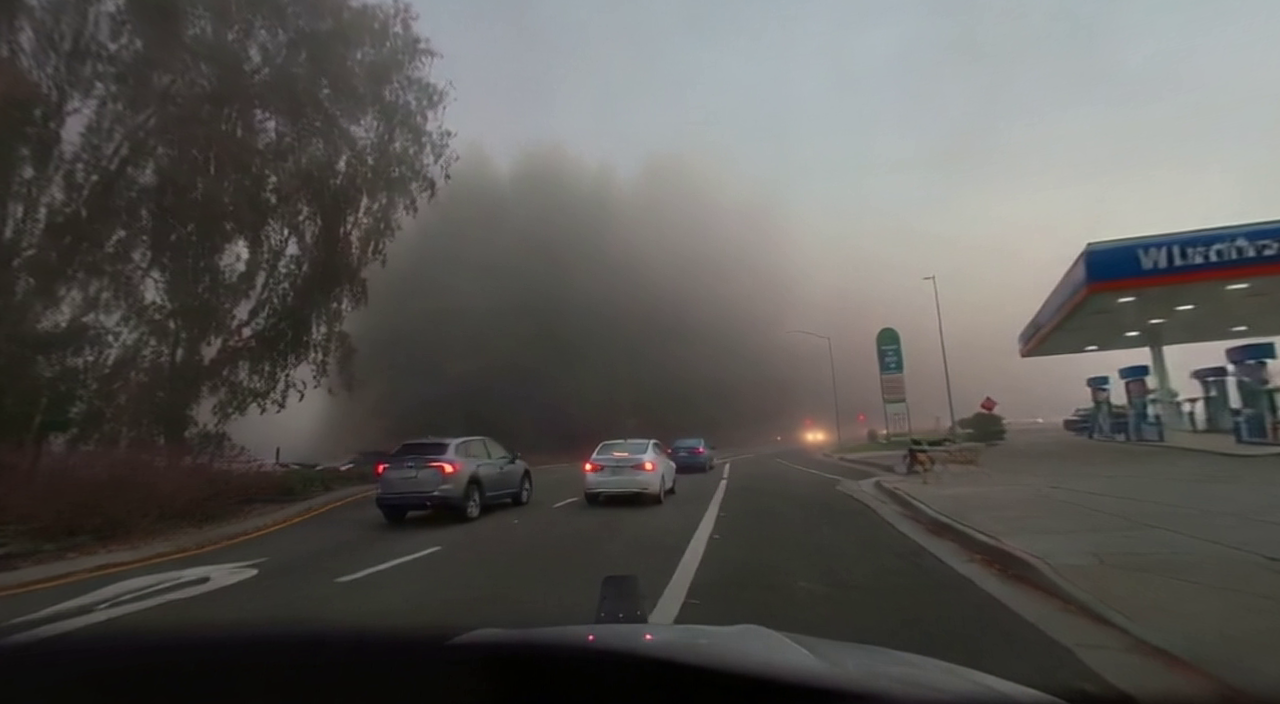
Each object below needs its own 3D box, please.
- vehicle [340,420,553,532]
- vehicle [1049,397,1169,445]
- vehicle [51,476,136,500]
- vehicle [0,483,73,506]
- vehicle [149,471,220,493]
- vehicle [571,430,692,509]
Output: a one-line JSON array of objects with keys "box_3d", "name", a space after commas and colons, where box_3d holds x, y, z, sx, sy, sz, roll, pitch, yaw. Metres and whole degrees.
[{"box_3d": [-3.519, 2.375, 12.675, 2.102, 1.774, 4.662, -2, -9, 11], "name": "vehicle"}, {"box_3d": [23.824, 3.633, 32.360, 2.322, 2.152, 5.668, -3, -9, 8], "name": "vehicle"}, {"box_3d": [-38.025, 9.459, 43.834, 4.384, 1.490, 2.031, -2, -10, 10], "name": "vehicle"}, {"box_3d": [-45.914, 10.814, 47.910, 1.603, 1.398, 3.616, -6, -10, 22], "name": "vehicle"}, {"box_3d": [-36.058, 10.300, 49.877, 4.507, 1.533, 1.999, -2, -9, 14], "name": "vehicle"}, {"box_3d": [-0.040, 2.696, 14.862, 2.060, 1.580, 3.980, -2, -9, 11], "name": "vehicle"}]
